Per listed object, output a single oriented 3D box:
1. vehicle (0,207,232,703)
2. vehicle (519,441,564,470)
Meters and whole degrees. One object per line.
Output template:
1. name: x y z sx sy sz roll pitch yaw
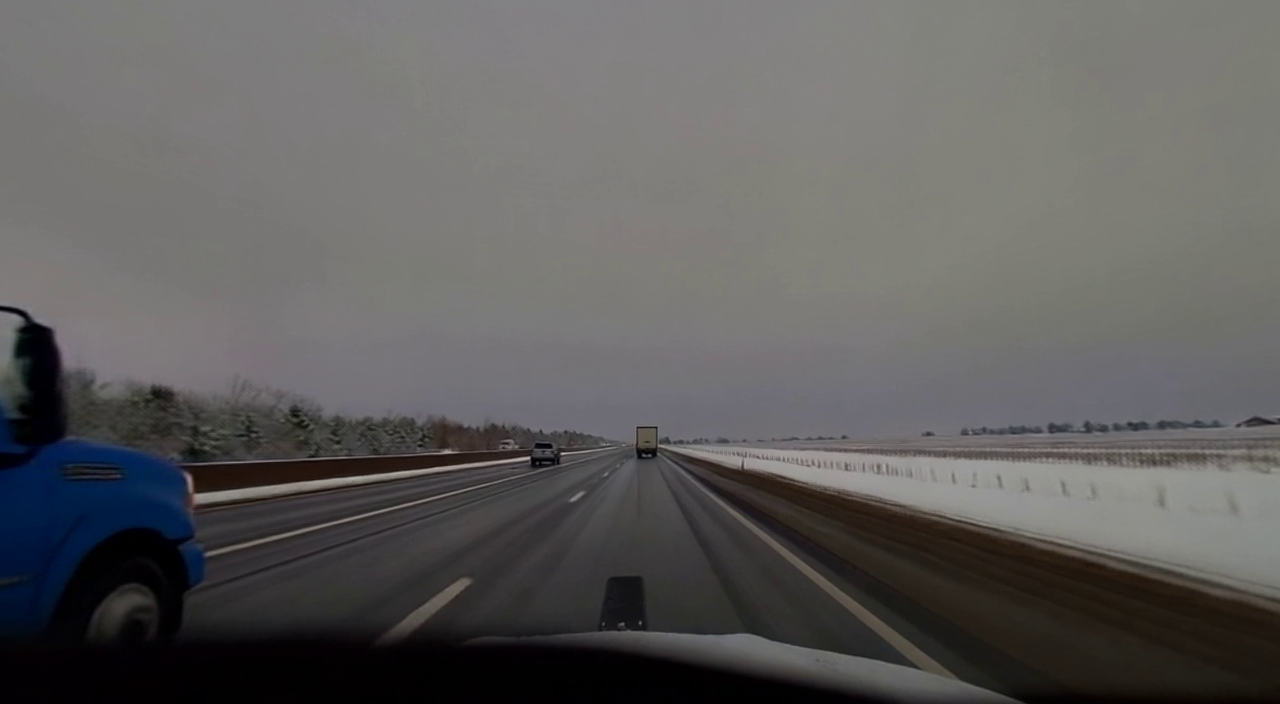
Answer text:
1. vehicle: -3.814 0.316 0.215 2.791 2.330 6.725 0 -9 0
2. vehicle: -6.784 7.149 43.913 2.193 1.866 4.807 0 -9 2
